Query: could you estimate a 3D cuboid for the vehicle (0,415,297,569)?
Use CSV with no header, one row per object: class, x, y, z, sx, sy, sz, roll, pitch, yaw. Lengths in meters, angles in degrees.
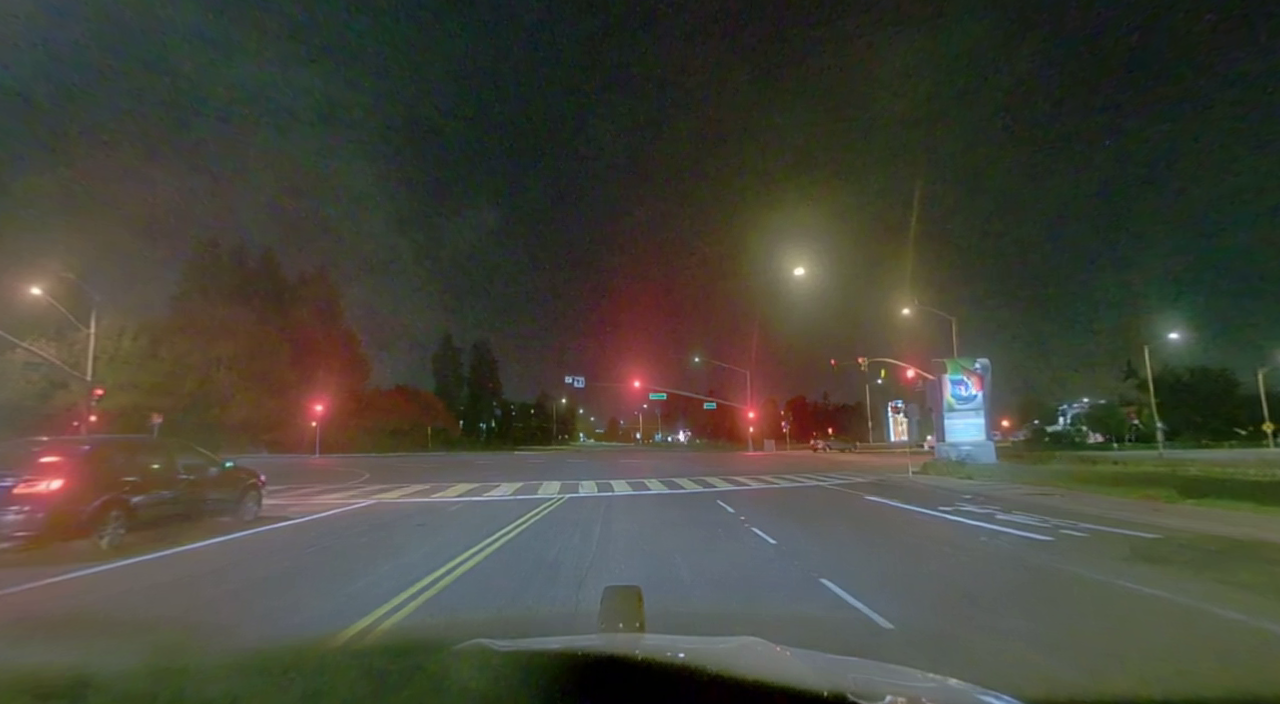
vehicle,-7.190,1.762,8.820,1.904,1.497,5.154,0,-9,0
